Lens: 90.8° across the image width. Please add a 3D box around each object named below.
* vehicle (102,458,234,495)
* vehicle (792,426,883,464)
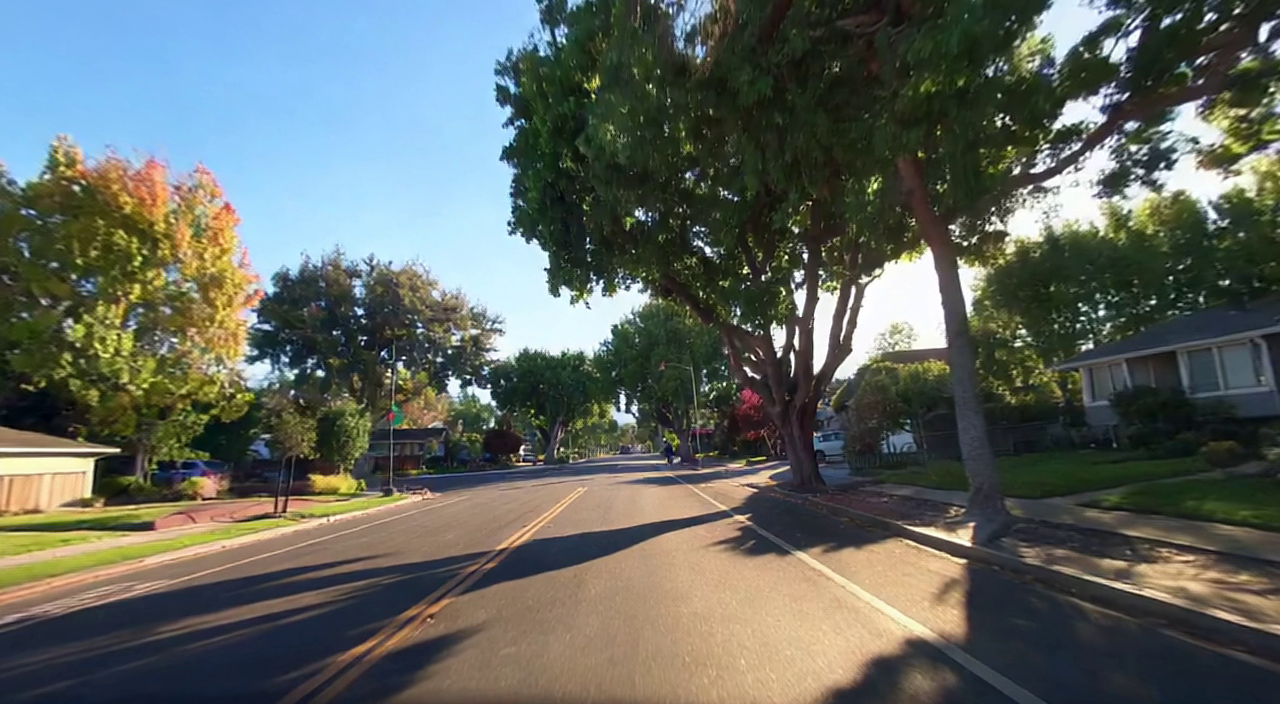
[{"bbox_3d":[-21.587,5.677,29.164,1.852,1.462,4.585,-3,-9,18],"label":"vehicle"},{"bbox_3d":[10.311,4.880,33.242,4.146,1.866,1.897,-2,-9,6],"label":"vehicle"}]
